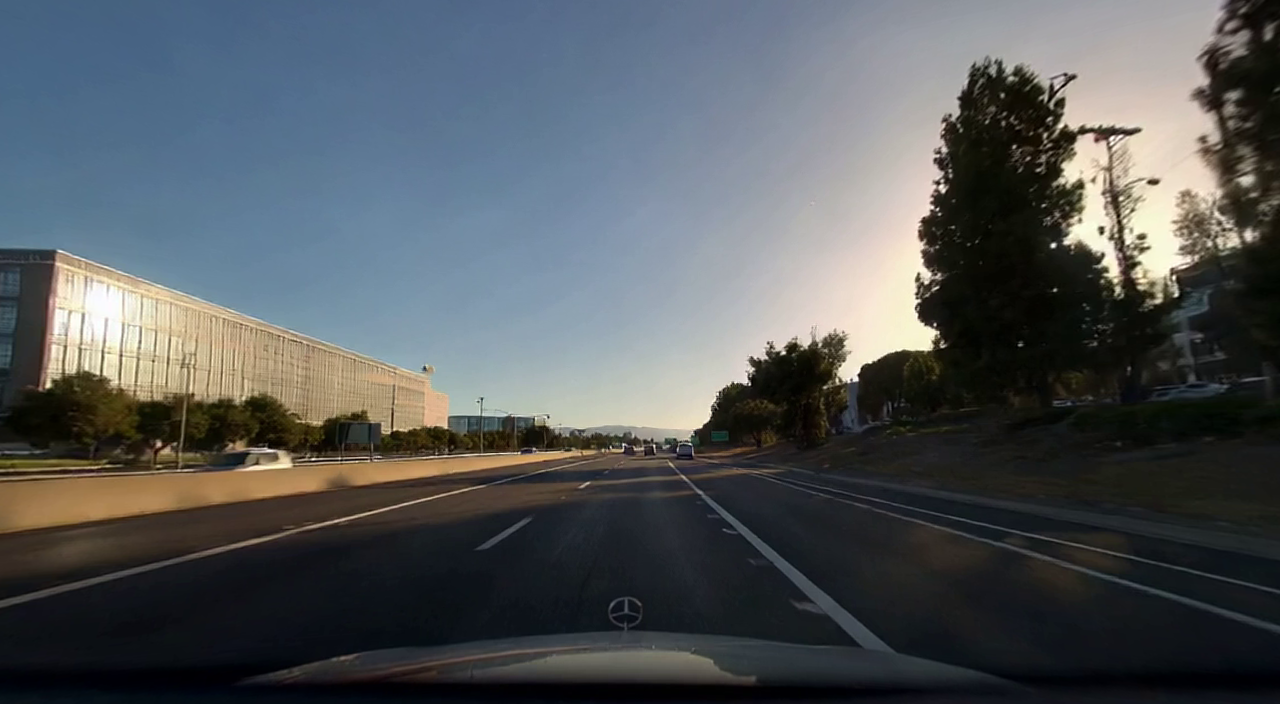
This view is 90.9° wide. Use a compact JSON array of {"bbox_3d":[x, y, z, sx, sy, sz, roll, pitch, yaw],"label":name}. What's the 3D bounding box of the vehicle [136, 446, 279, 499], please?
[{"bbox_3d":[-16.149,4.489,23.941,2.044,1.764,4.719,0,-8,1],"label":"vehicle"}]
